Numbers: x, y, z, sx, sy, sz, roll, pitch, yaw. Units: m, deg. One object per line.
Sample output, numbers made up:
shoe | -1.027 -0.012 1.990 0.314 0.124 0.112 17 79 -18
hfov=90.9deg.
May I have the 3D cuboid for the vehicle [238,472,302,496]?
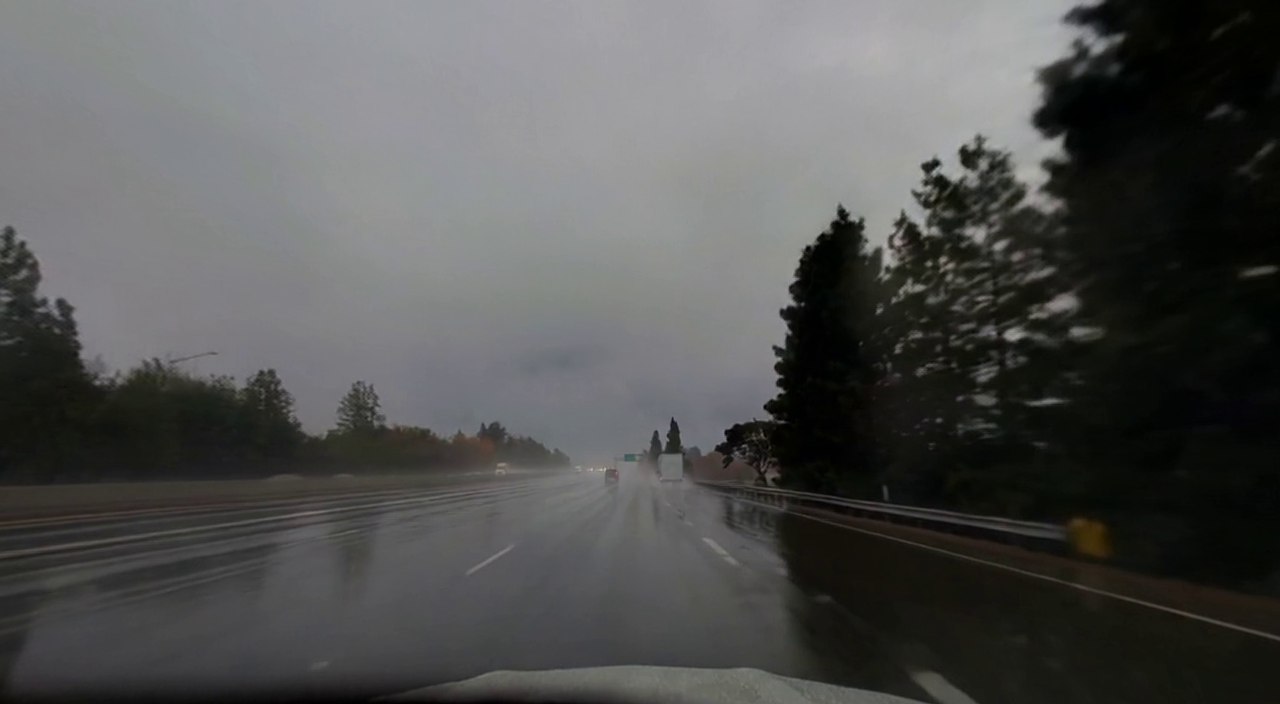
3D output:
vehicle | -22.530 8.032 38.491 1.612 1.398 3.712 1 -11 -1
